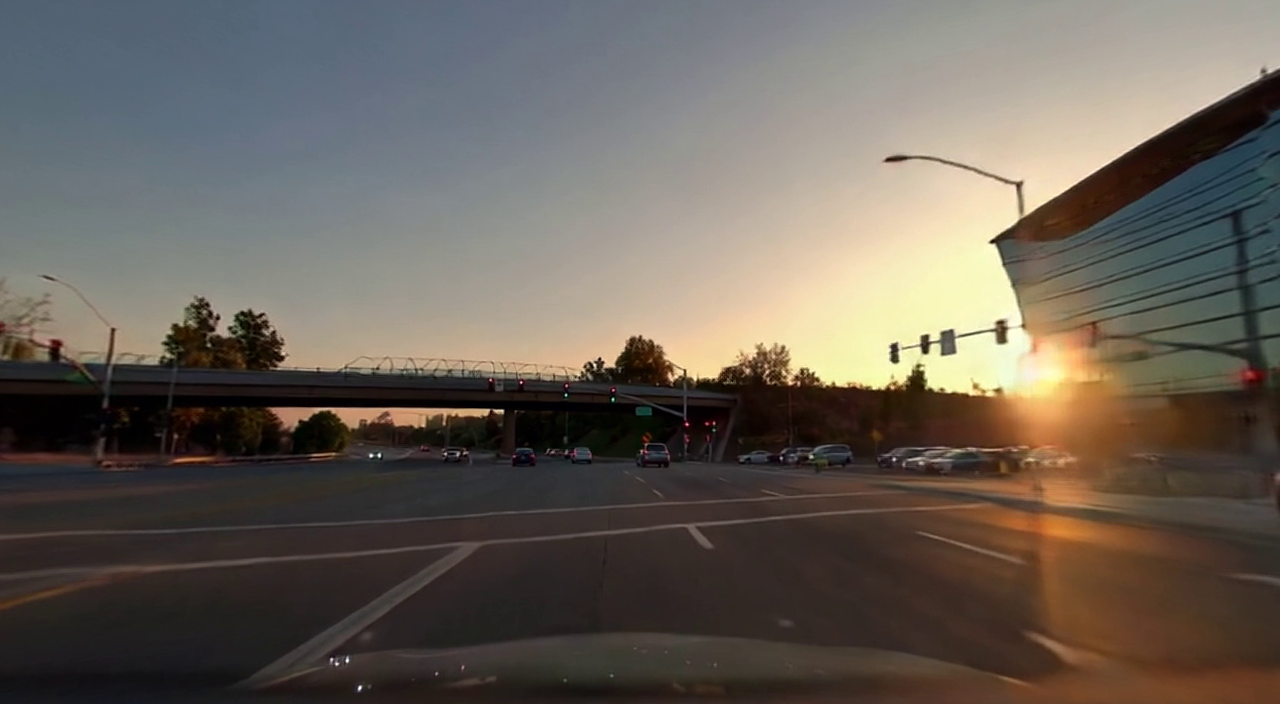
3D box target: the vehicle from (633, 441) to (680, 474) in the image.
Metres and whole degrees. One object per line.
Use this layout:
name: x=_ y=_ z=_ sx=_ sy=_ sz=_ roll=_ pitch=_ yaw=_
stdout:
vehicle: x=0.856 y=5.896 z=35.454 sx=2.024 sy=1.724 sz=3.928 roll=1 pitch=-9 yaw=-7

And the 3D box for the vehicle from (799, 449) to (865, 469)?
vehicle: x=14.437 y=7.990 z=47.489 sx=4.538 sy=1.417 sz=1.948 roll=4 pitch=-9 yaw=-26
